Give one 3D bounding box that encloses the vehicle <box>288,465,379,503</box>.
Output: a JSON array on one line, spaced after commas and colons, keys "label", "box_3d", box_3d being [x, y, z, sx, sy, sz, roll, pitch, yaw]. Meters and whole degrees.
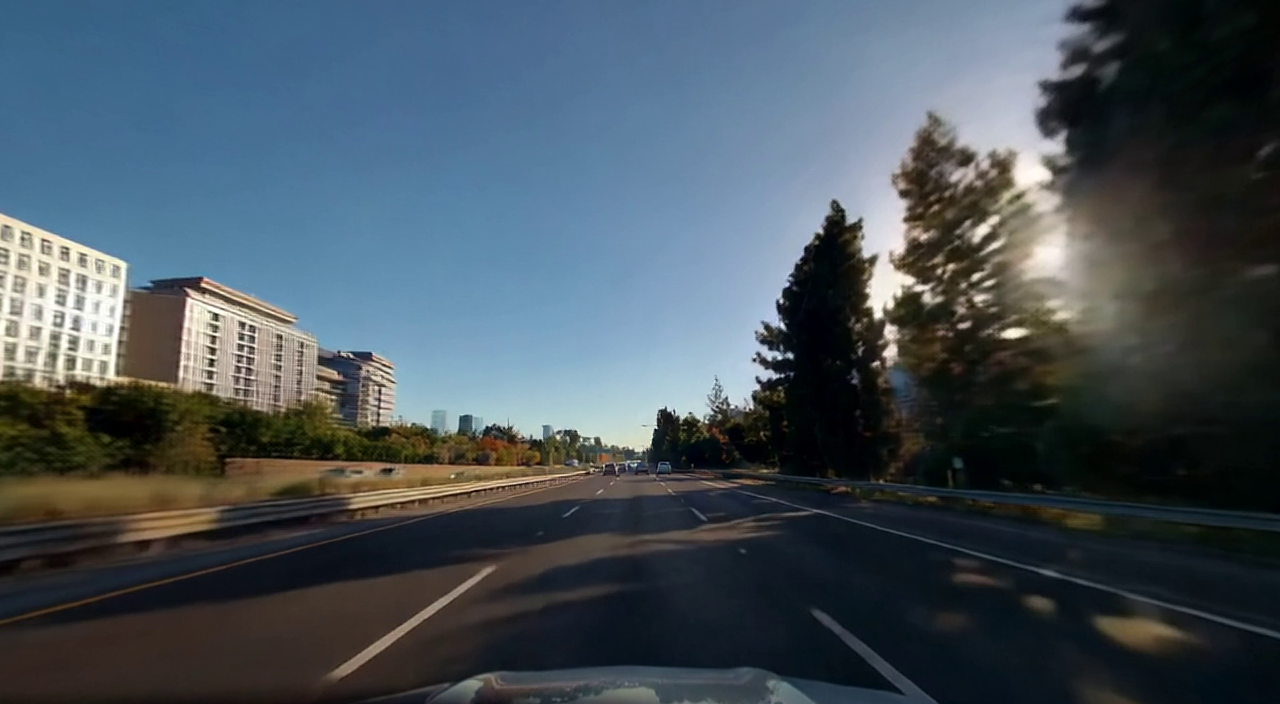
[{"label": "vehicle", "box_3d": [-12.632, 5.466, 26.255, 1.830, 1.421, 3.937, 1, -10, 0]}]
